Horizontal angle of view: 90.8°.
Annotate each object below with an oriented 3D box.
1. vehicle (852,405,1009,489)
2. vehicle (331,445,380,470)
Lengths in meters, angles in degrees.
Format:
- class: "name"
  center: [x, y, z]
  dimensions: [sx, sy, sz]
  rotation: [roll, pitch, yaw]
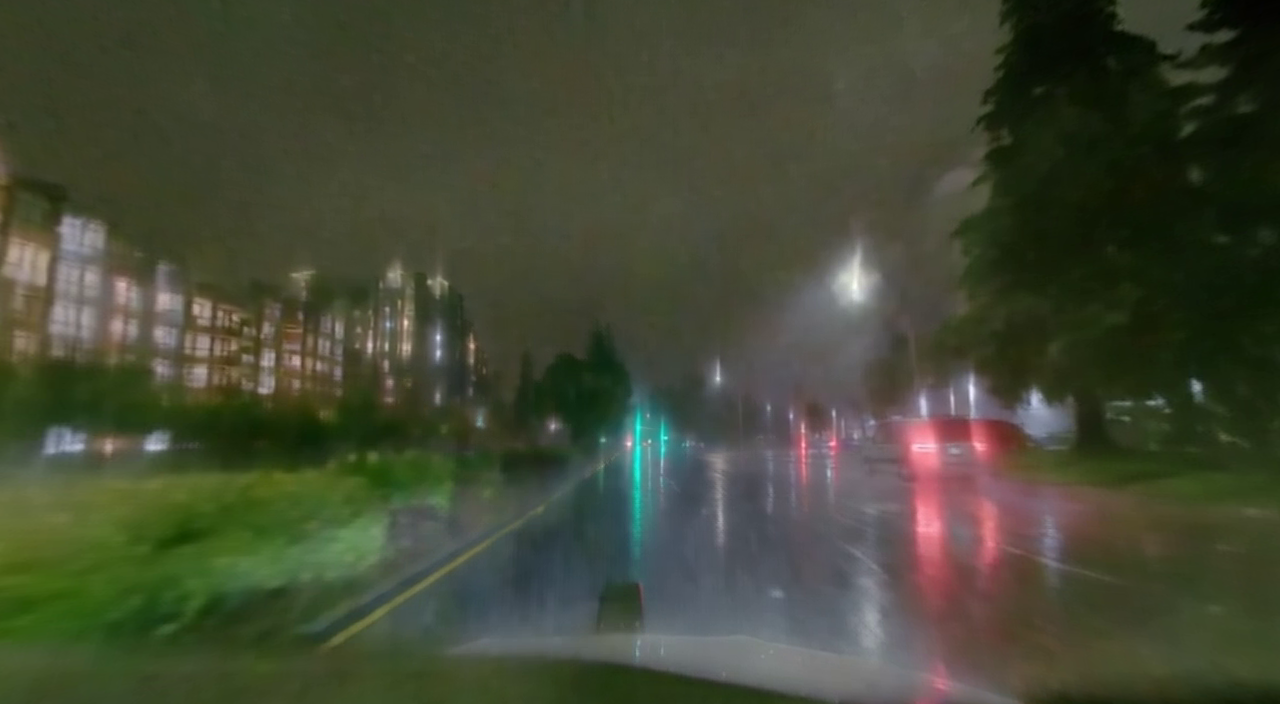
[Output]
- class: "vehicle"
  center: [9.872, 3.340, 22.251]
  dimensions: [2.456, 2.534, 5.930]
  rotation: [0, -8, -2]
- class: "vehicle"
  center: [-22.168, 8.245, 49.408]
  dimensions: [1.863, 1.845, 4.073]
  rotation: [0, -8, 1]
